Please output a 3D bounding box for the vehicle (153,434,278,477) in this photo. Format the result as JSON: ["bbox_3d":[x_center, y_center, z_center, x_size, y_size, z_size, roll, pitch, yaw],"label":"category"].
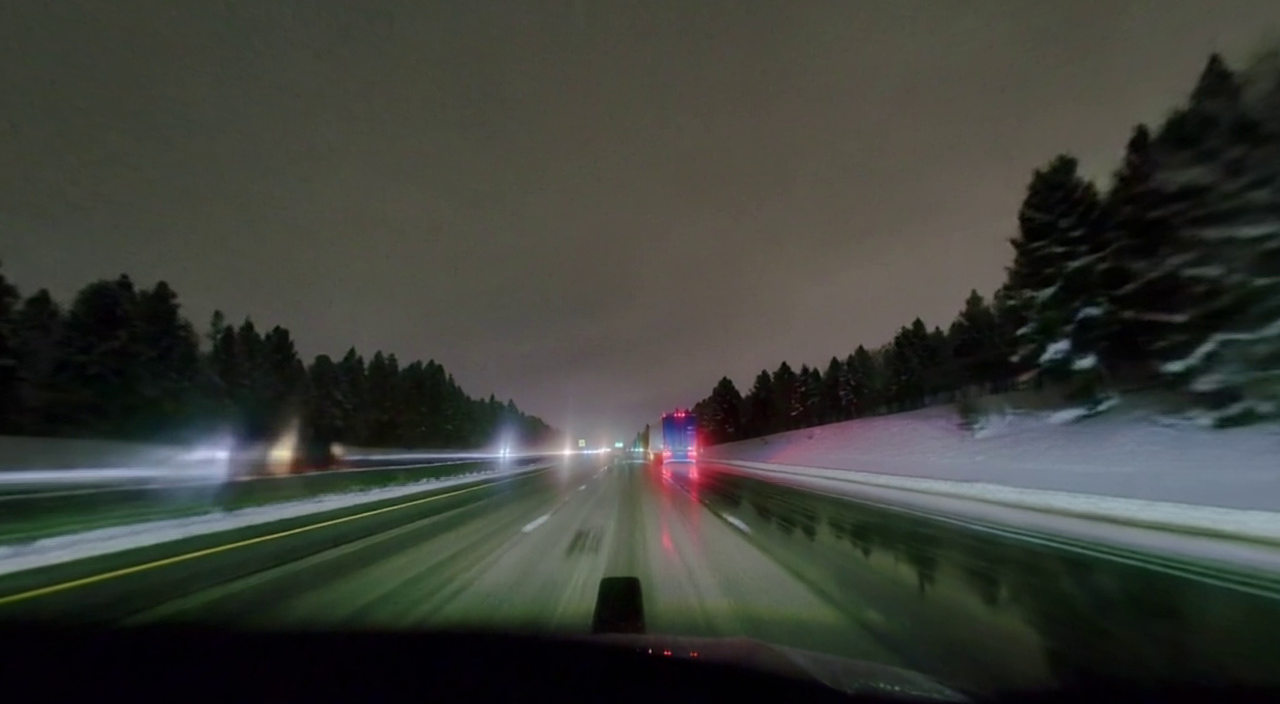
[{"bbox_3d":[-16.314,3.999,24.529,1.954,1.495,4.177,0,-9,-1],"label":"vehicle"}]

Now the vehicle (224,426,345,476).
[{"bbox_3d":[-12.525,3.541,22.580,1.927,1.632,4.163,0,-9,-1],"label":"vehicle"}]
